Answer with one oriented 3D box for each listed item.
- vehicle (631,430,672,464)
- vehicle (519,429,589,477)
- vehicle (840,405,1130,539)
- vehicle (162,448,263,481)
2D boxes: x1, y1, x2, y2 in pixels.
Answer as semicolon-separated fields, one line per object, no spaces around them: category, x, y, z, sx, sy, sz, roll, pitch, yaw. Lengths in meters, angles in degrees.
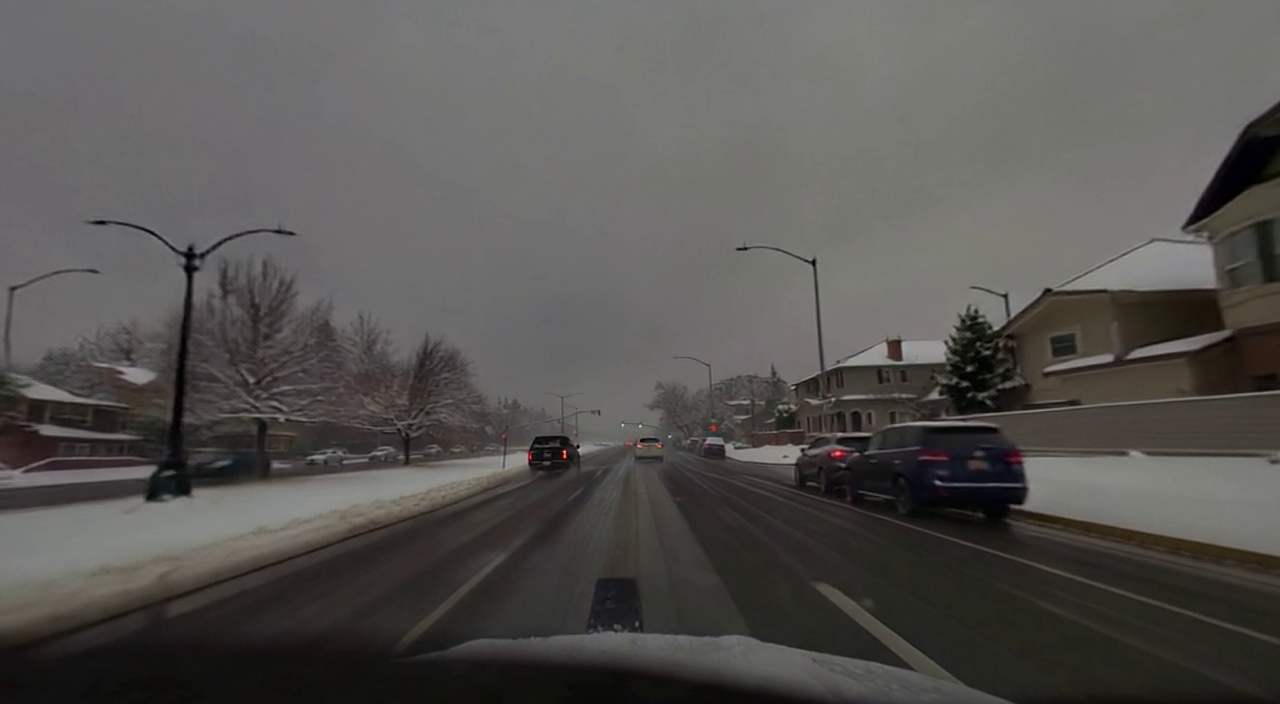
vehicle;0.661;5.714;38.041;2.273;1.851;5.075;0;-8;0
vehicle;-3.436;4.167;26.172;2.233;1.775;4.491;0;-8;1
vehicle;5.804;2.118;11.859;2.217;1.874;5.660;0;-8;0
vehicle;-19.750;5.176;29.435;1.739;1.397;4.268;0;-8;0
